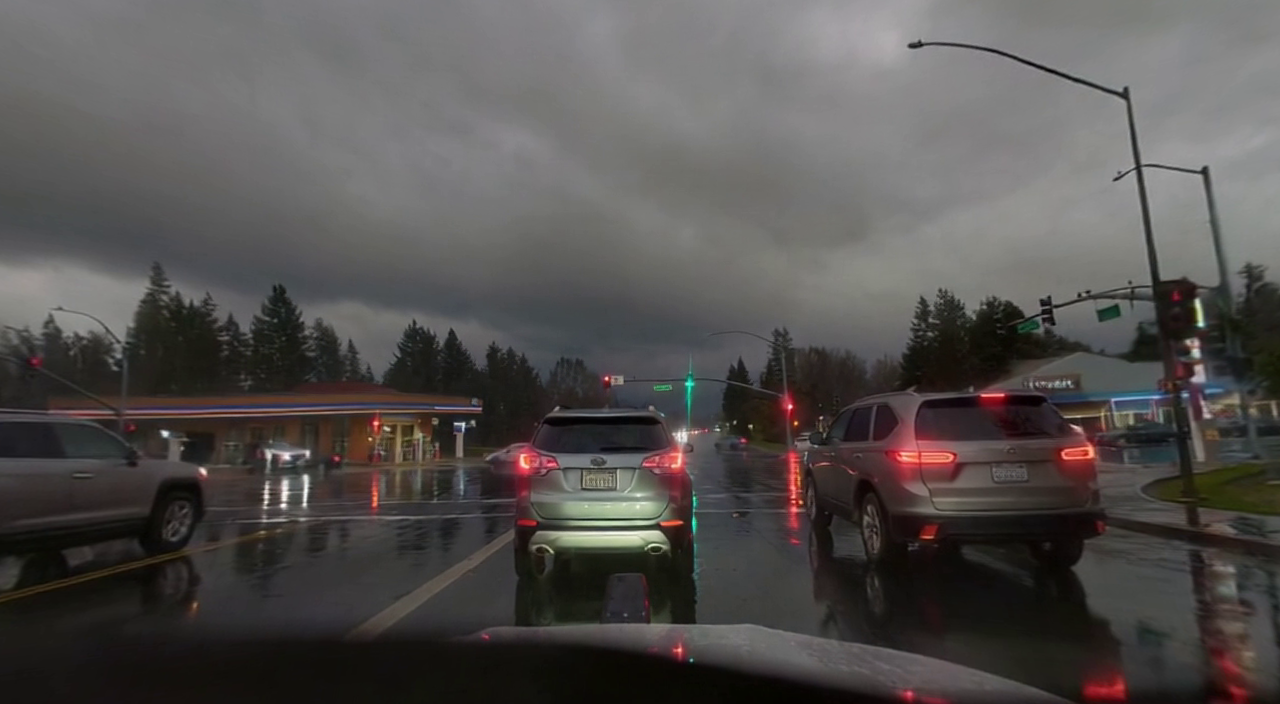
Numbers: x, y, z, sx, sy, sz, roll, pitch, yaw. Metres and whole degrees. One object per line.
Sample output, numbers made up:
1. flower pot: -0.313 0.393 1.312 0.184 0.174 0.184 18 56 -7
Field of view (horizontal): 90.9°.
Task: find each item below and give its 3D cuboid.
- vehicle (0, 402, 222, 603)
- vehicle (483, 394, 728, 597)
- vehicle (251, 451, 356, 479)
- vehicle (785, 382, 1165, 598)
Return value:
1. vehicle: -6.715 1.399 5.986 2.011 1.774 4.866 0 -8 2
2. vehicle: -0.225 1.509 7.414 2.067 1.702 3.987 0 -8 2
3. vehicle: -18.492 6.227 34.824 4.669 1.469 1.855 0 -8 -3
4. vehicle: 3.276 1.454 7.449 2.083 1.779 4.347 0 -8 0
